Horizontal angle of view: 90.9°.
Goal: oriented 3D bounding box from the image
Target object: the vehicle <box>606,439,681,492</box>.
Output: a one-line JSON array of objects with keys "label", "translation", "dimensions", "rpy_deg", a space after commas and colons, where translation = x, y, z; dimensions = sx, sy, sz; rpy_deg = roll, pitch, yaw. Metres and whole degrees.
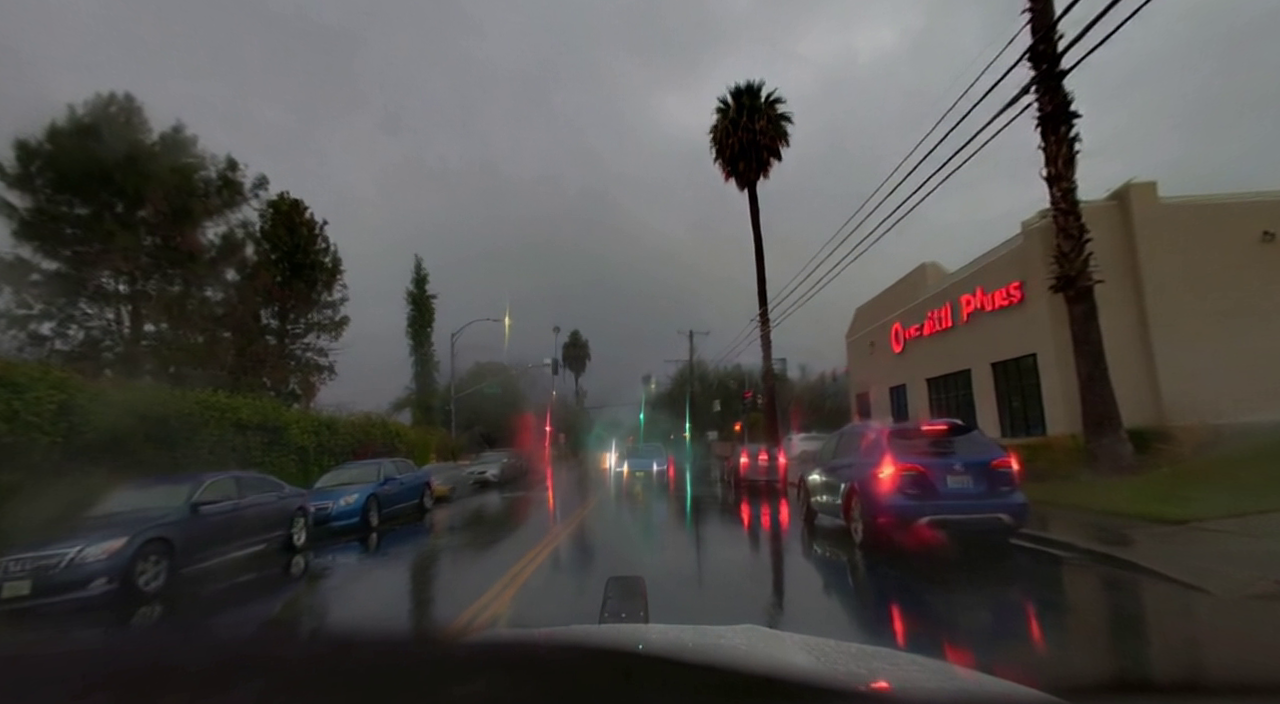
[{"label": "vehicle", "translation": [0.081, 3.436, 19.483], "dimensions": [2.060, 1.452, 4.078], "rpy_deg": [0, -8, 0]}]

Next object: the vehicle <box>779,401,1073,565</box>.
[{"label": "vehicle", "translation": [3.717, 1.825, 9.591], "dimensions": [2.099, 1.786, 5.198], "rpy_deg": [0, -8, 1]}]

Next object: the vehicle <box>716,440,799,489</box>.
[{"label": "vehicle", "translation": [3.701, 3.607, 20.608], "dimensions": [1.821, 1.417, 4.454], "rpy_deg": [0, -8, 0]}]

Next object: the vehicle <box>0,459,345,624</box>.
[{"label": "vehicle", "translation": [-6.118, 2.250, 8.539], "dimensions": [1.874, 1.472, 4.668], "rpy_deg": [0, -8, 2]}]

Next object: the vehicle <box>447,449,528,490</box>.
[{"label": "vehicle", "translation": [-6.184, 4.791, 26.171], "dimensions": [2.105, 1.469, 4.693], "rpy_deg": [0, -8, 1]}]

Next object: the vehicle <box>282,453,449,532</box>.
[{"label": "vehicle", "translation": [-6.118, 3.139, 14.737], "dimensions": [1.850, 1.482, 4.454], "rpy_deg": [0, -8, 1]}]
